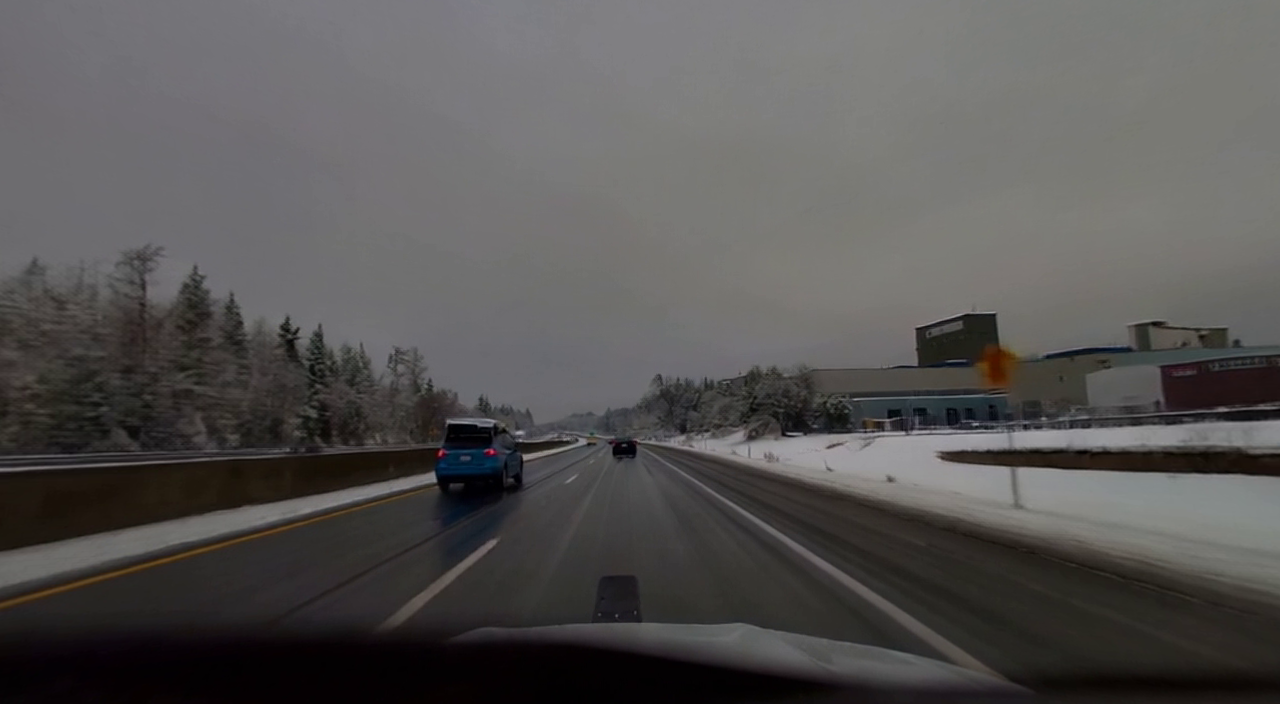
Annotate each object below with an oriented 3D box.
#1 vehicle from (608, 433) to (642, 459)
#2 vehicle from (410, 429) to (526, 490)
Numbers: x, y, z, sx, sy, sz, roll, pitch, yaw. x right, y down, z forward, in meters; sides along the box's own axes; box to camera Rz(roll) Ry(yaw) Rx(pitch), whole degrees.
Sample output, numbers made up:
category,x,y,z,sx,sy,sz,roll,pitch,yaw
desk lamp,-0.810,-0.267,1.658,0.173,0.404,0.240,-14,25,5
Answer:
category,x,y,z,sx,sy,sz,roll,pitch,yaw
vehicle,-0.995,6.317,42.542,2.151,1.618,3.898,0,-8,-1
vehicle,-4.900,3.124,18.751,2.189,1.580,4.607,0,-8,0
